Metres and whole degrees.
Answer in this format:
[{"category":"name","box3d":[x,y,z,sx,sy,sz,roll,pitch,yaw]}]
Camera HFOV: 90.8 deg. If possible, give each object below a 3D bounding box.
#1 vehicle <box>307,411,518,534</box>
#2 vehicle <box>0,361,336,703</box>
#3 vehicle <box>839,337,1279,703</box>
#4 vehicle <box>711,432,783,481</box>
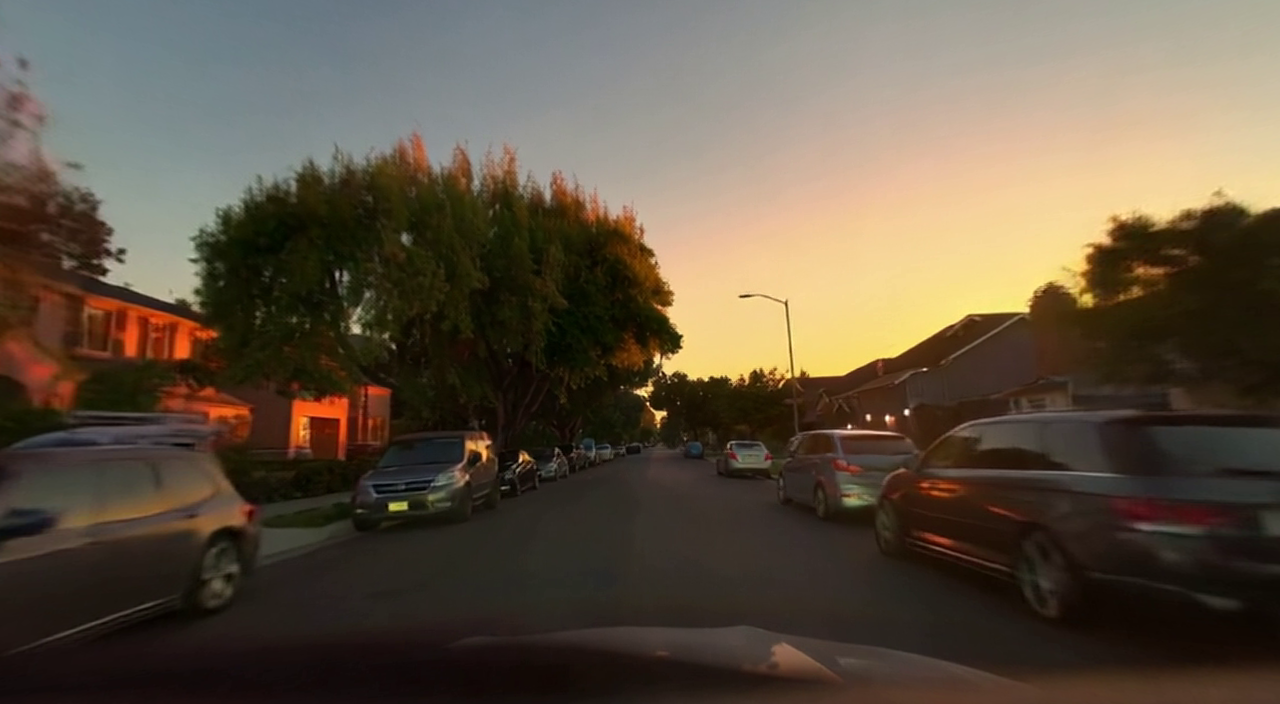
[{"category":"vehicle","box3d":[-4.560,2.529,13.943,2.461,2.145,5.415,0,-8,2]},{"category":"vehicle","box3d":[-4.677,1.141,4.108,2.683,1.923,5.421,0,-8,0]},{"category":"vehicle","box3d":[3.926,1.278,6.113,1.995,1.944,5.400,0,-8,-3]},{"category":"vehicle","box3d":[4.474,4.472,27.282,2.306,1.901,4.908,0,-8,1]}]
